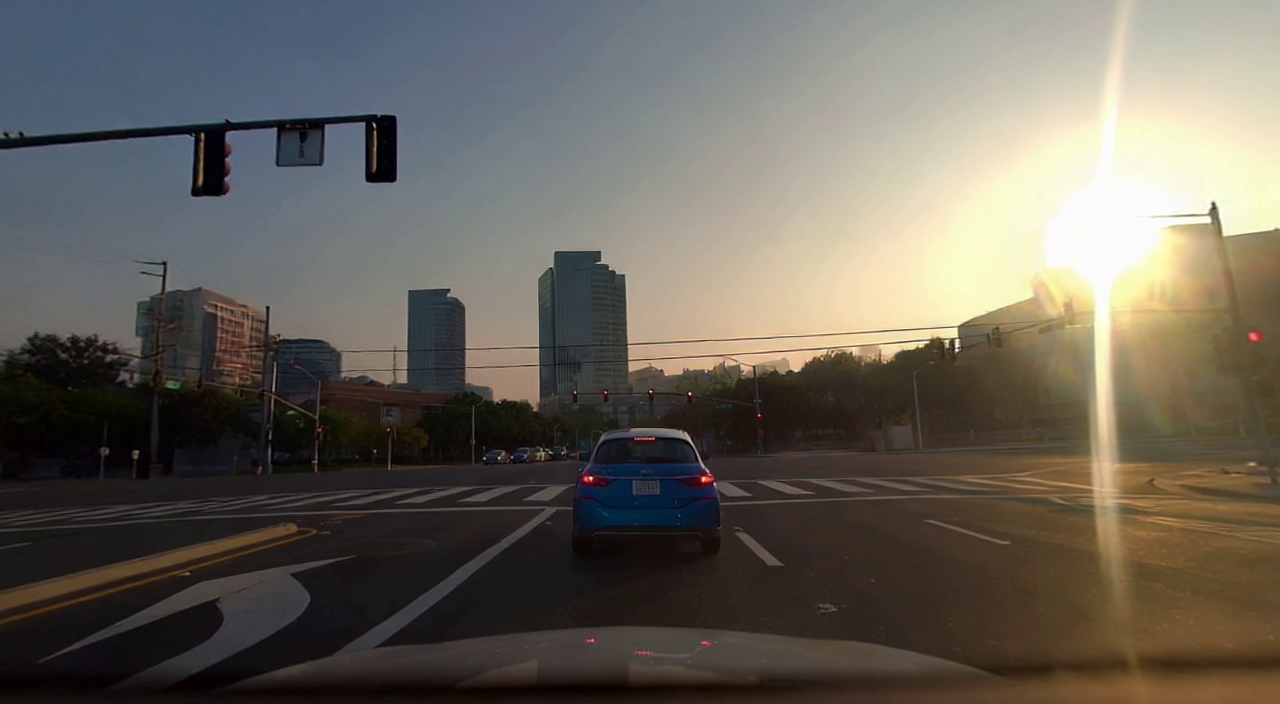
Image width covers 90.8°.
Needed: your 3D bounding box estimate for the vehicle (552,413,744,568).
[{"bbox_3d":[0.045,1.756,8.707,2.027,1.626,3.942,0,-8,-1],"label":"vehicle"}]
